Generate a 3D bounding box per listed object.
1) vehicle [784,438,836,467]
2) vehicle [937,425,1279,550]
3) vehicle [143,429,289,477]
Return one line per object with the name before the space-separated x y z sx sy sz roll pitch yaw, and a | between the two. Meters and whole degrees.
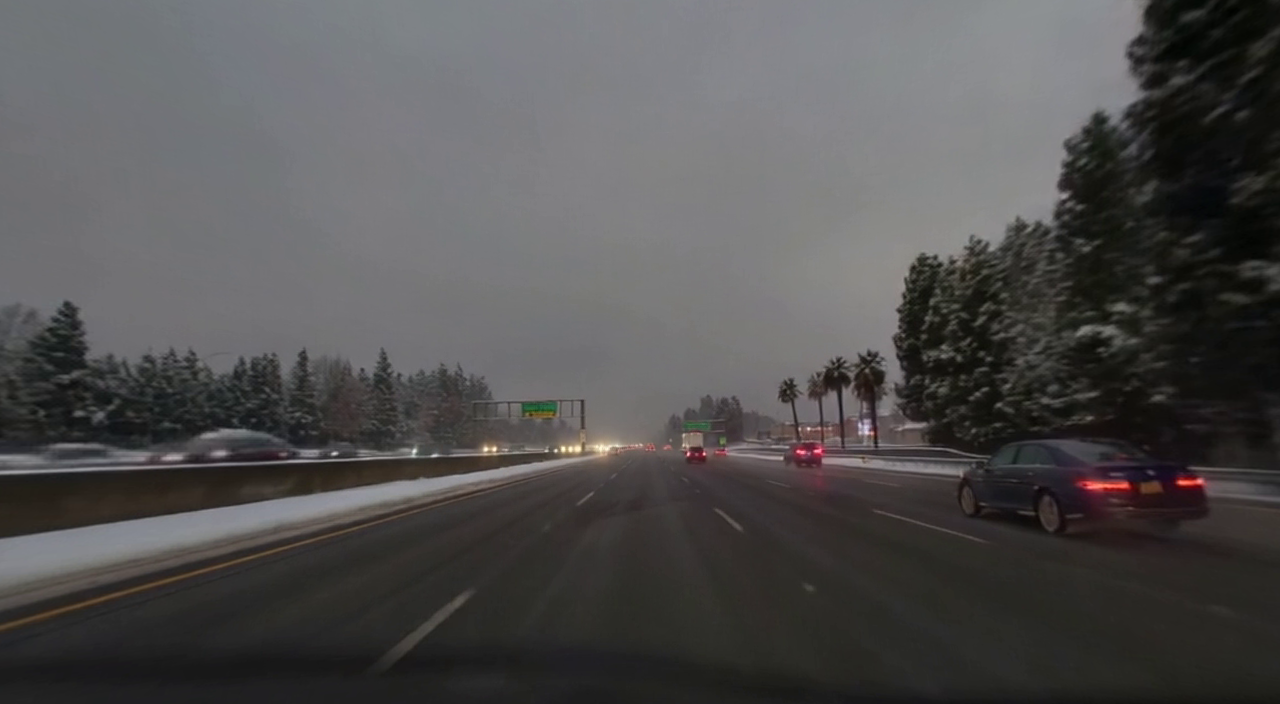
vehicle | 11.599 6.872 43.283 2.168 1.861 4.678 0 -8 -1
vehicle | 7.039 2.053 10.322 2.071 1.543 4.702 0 -8 0
vehicle | -18.566 4.484 28.130 2.259 1.871 6.046 0 -8 1
